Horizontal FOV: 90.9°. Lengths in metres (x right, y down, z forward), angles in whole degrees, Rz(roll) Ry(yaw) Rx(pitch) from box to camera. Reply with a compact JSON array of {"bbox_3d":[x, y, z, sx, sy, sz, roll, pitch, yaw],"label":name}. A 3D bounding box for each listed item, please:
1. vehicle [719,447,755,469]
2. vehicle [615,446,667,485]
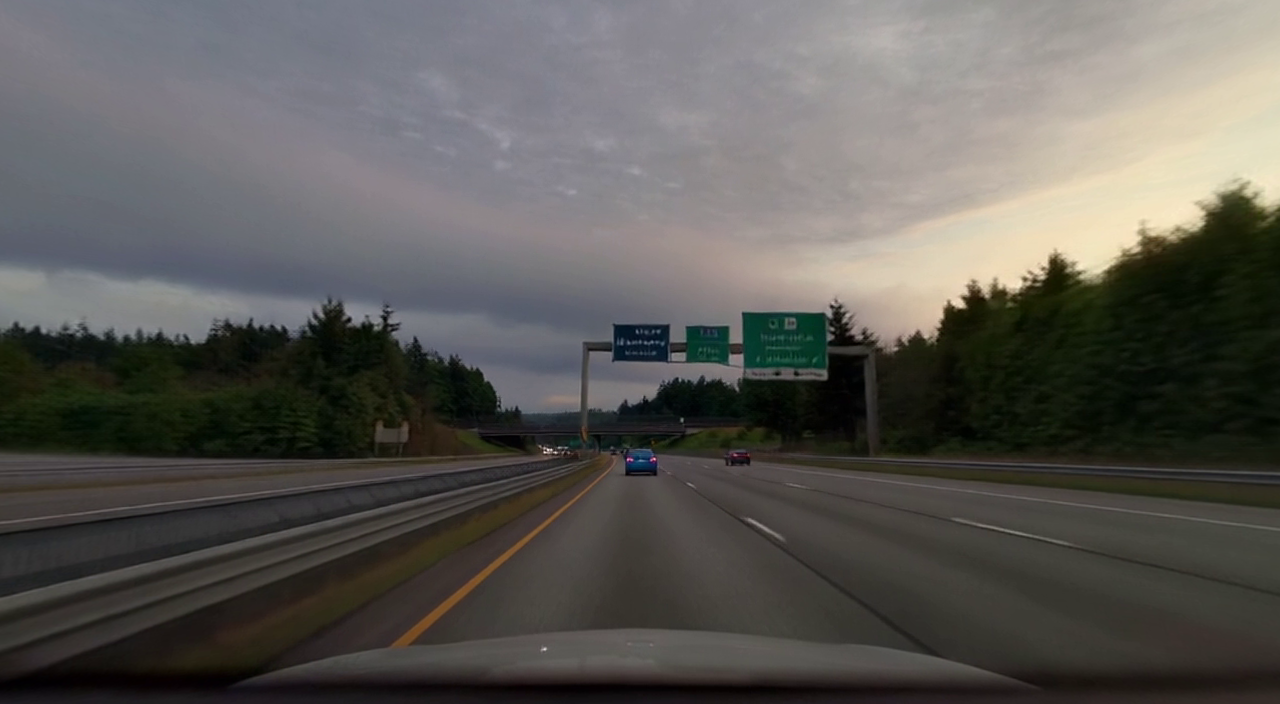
[{"bbox_3d":[7.331,8.051,48.082,2.006,1.639,4.087,0,-9,-1],"label":"vehicle"},{"bbox_3d":[0.004,4.853,27.256,2.069,1.523,4.012,0,-9,-1],"label":"vehicle"}]
